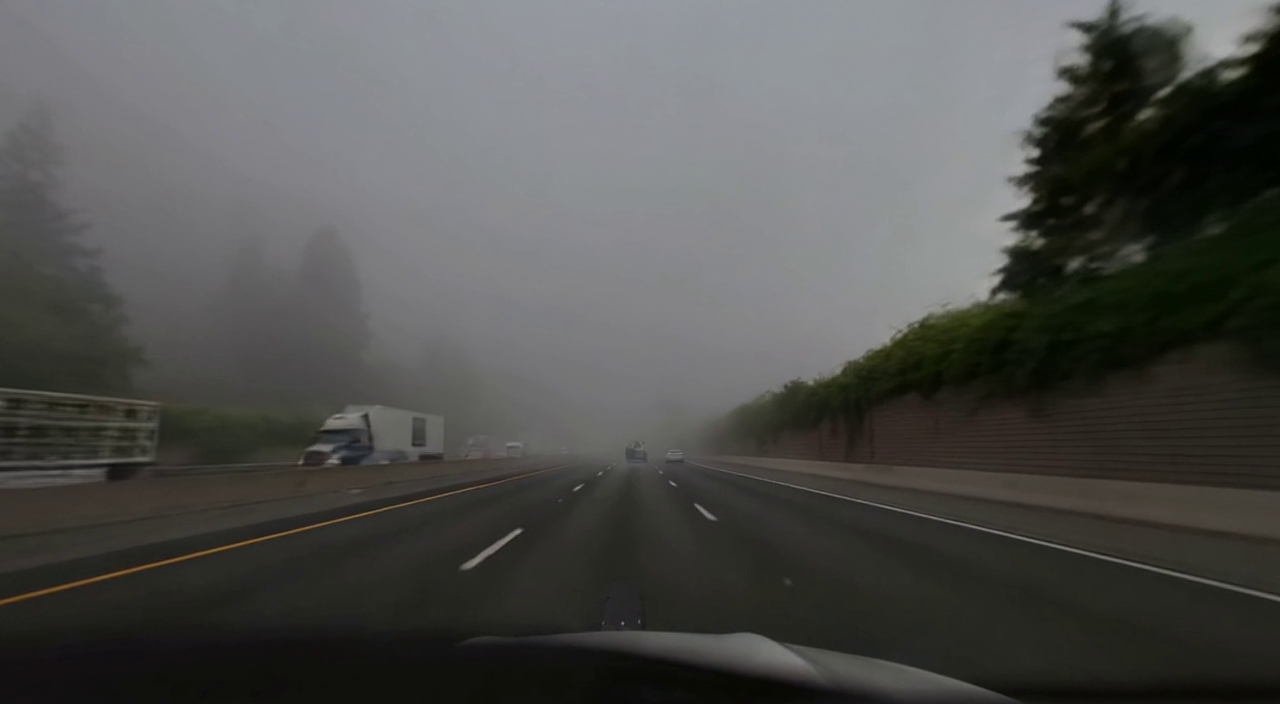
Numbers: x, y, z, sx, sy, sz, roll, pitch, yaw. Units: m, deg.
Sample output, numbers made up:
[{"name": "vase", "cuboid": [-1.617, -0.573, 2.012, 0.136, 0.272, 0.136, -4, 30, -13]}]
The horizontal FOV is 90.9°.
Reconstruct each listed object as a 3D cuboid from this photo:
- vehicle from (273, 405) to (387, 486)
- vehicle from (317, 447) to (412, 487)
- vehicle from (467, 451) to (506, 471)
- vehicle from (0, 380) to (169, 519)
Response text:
[{"name": "vehicle", "cuboid": [-16.654, 5.125, 34.406, 2.996, 3.982, 5.952, 0, -9, 0]}, {"name": "vehicle", "cuboid": [-11.389, 4.764, 26.433, 1.964, 1.522, 4.419, 0, -9, 1]}, {"name": "vehicle", "cuboid": [-11.702, 8.342, 48.296, 1.945, 1.439, 4.329, 0, -9, -1]}, {"name": "vehicle", "cuboid": [-20.337, 2.807, 18.186, 2.813, 4.068, 14.060, 0, -9, -1]}]
